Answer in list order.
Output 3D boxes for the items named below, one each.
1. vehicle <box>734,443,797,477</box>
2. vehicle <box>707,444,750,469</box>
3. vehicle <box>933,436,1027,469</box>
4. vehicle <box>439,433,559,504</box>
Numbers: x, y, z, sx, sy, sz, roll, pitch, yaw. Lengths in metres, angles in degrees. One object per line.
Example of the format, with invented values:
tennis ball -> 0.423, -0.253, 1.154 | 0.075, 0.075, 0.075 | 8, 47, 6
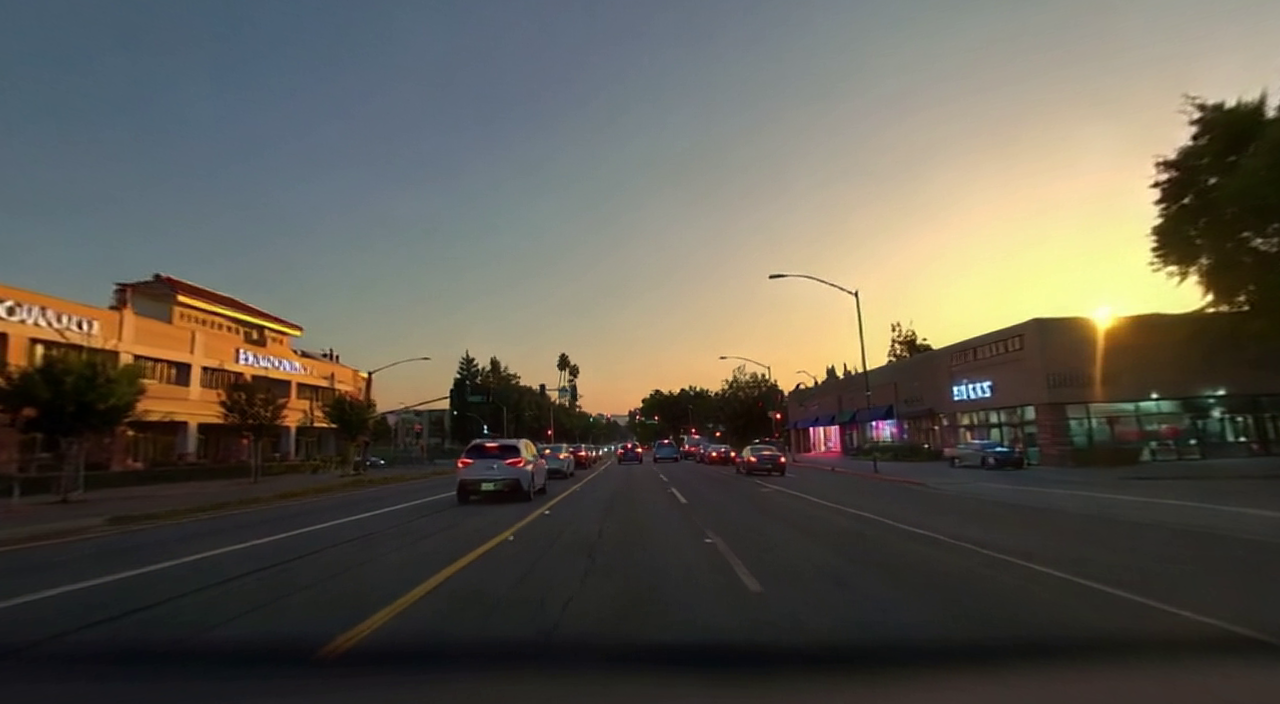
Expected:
vehicle -> 5.840, 5.068, 29.931 | 2.017, 1.453, 4.497 | 0, -8, 0
vehicle -> 5.613, 6.681, 40.548 | 1.969, 1.502, 4.663 | 0, -8, -2
vehicle -> 16.311, 4.844, 30.593 | 1.819, 1.457, 4.680 | 0, -8, -2
vehicle -> -3.553, 3.027, 16.865 | 2.143, 1.643, 4.336 | 0, -8, 1
